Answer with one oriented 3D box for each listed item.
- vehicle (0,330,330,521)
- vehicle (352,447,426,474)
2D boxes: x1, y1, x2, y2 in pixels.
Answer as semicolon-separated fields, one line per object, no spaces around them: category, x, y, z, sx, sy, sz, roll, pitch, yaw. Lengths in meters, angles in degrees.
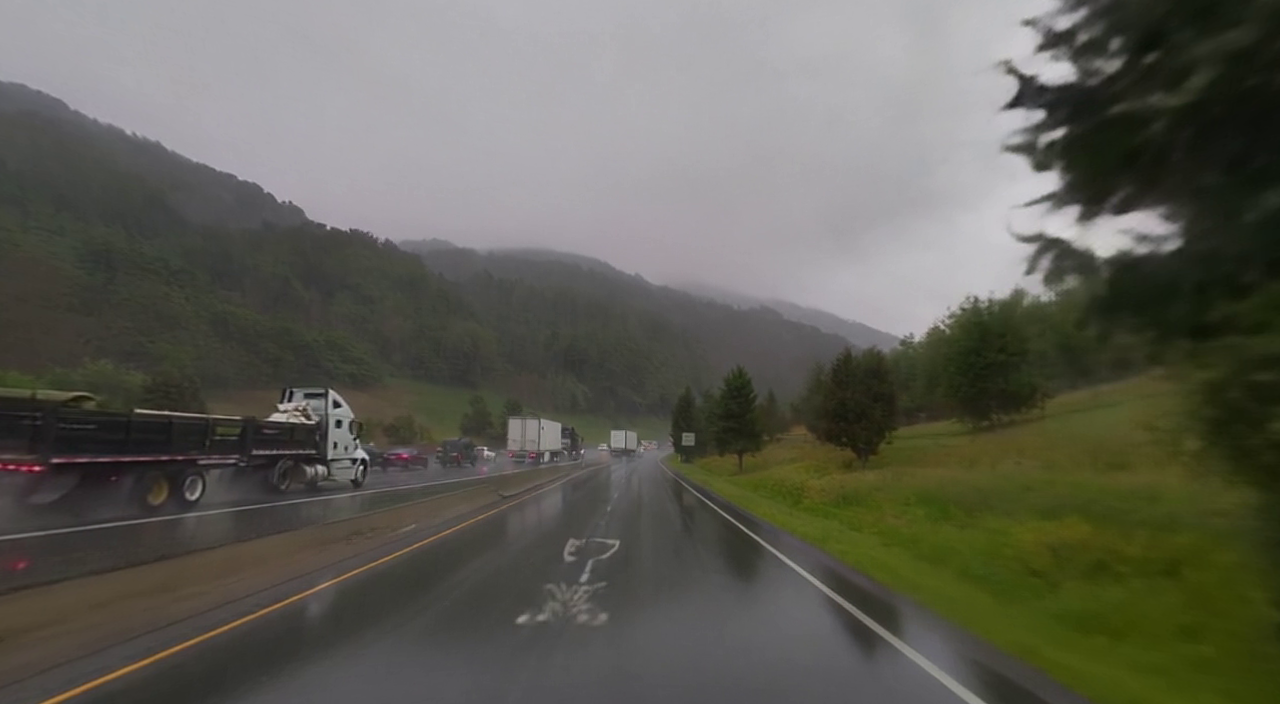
vehicle;-13.195;2.197;17.162;2.745;3.617;11.590;-1;-9;5
vehicle;-14.693;6.373;37.230;1.925;1.493;4.864;-1;-9;6
